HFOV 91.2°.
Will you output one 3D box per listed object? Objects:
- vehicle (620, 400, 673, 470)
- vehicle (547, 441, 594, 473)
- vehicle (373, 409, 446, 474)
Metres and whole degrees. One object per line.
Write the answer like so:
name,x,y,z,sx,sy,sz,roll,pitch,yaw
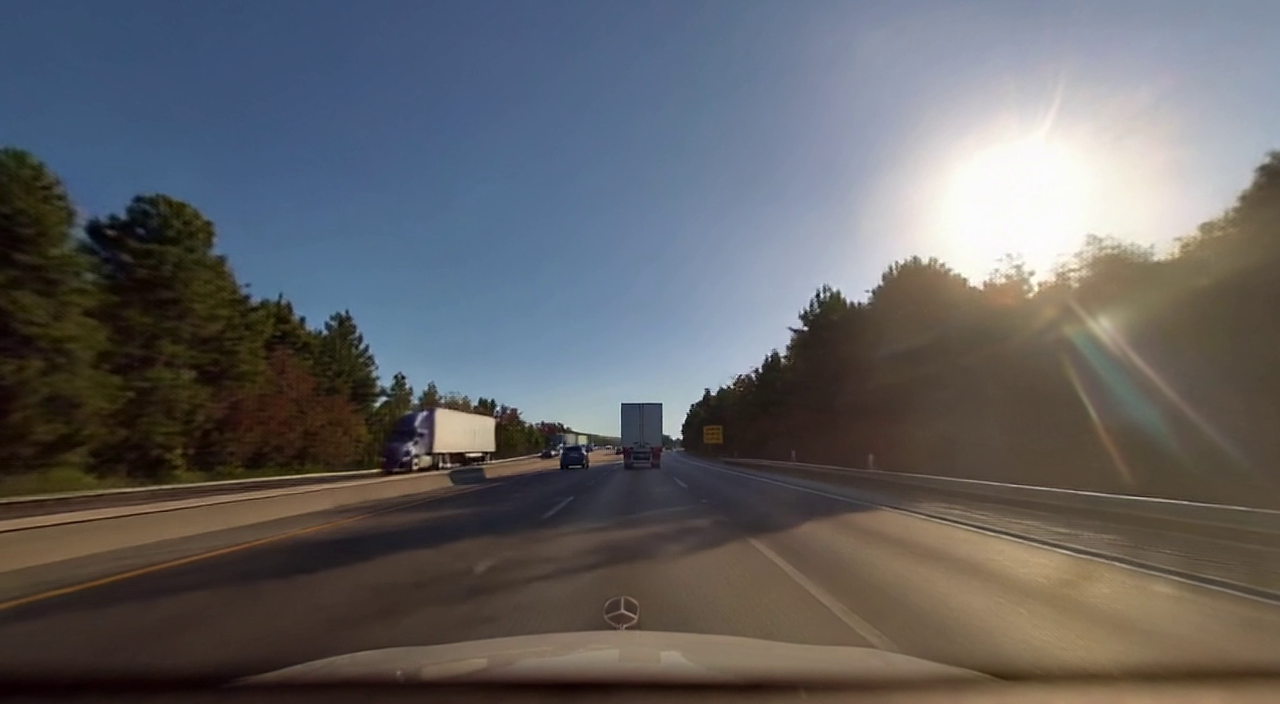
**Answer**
vehicle,0.338,5.734,42.433,3.100,4.091,10.664,0,-9,0
vehicle,-3.803,5.860,35.040,2.112,1.645,4.129,0,-9,0
vehicle,-14.613,5.749,40.046,2.934,3.940,3.841,0,-9,2
